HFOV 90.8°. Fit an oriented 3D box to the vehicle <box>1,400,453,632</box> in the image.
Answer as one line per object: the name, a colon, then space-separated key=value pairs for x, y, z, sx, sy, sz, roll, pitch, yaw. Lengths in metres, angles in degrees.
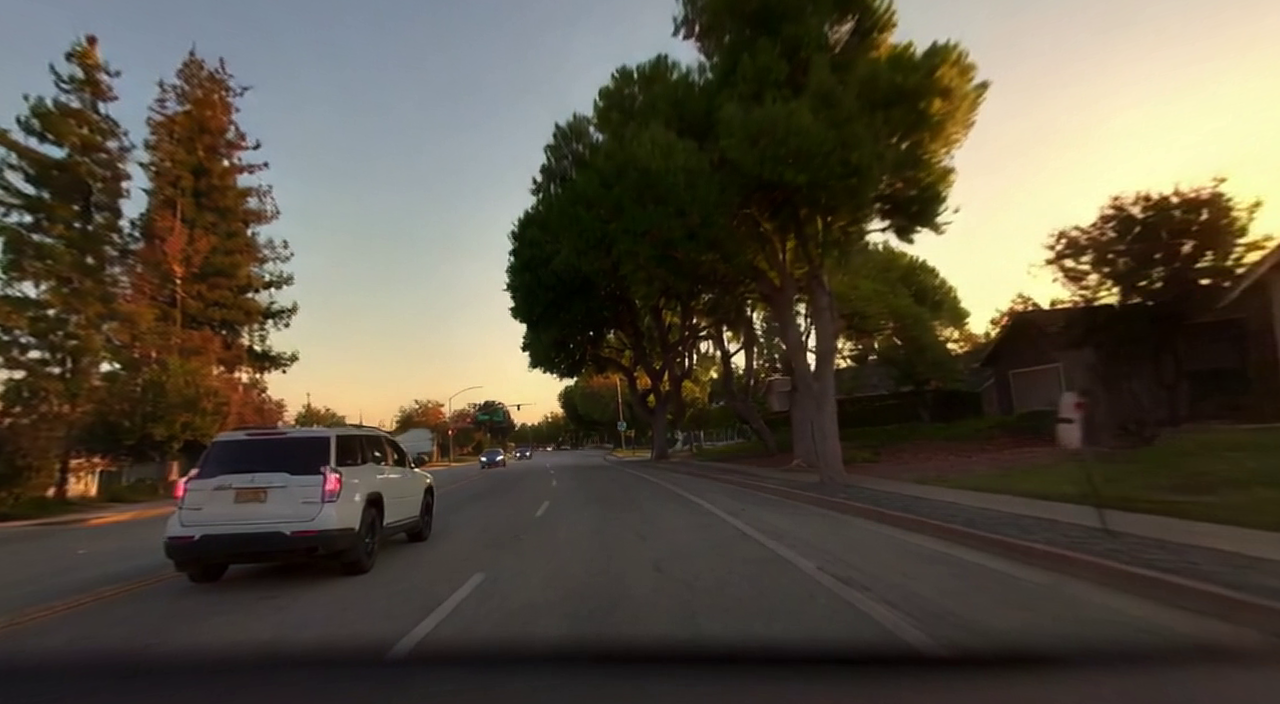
vehicle: x=-3.855 y=1.585 z=7.177 sx=2.175 sy=1.772 sz=4.442 roll=0 pitch=-8 yaw=-1
